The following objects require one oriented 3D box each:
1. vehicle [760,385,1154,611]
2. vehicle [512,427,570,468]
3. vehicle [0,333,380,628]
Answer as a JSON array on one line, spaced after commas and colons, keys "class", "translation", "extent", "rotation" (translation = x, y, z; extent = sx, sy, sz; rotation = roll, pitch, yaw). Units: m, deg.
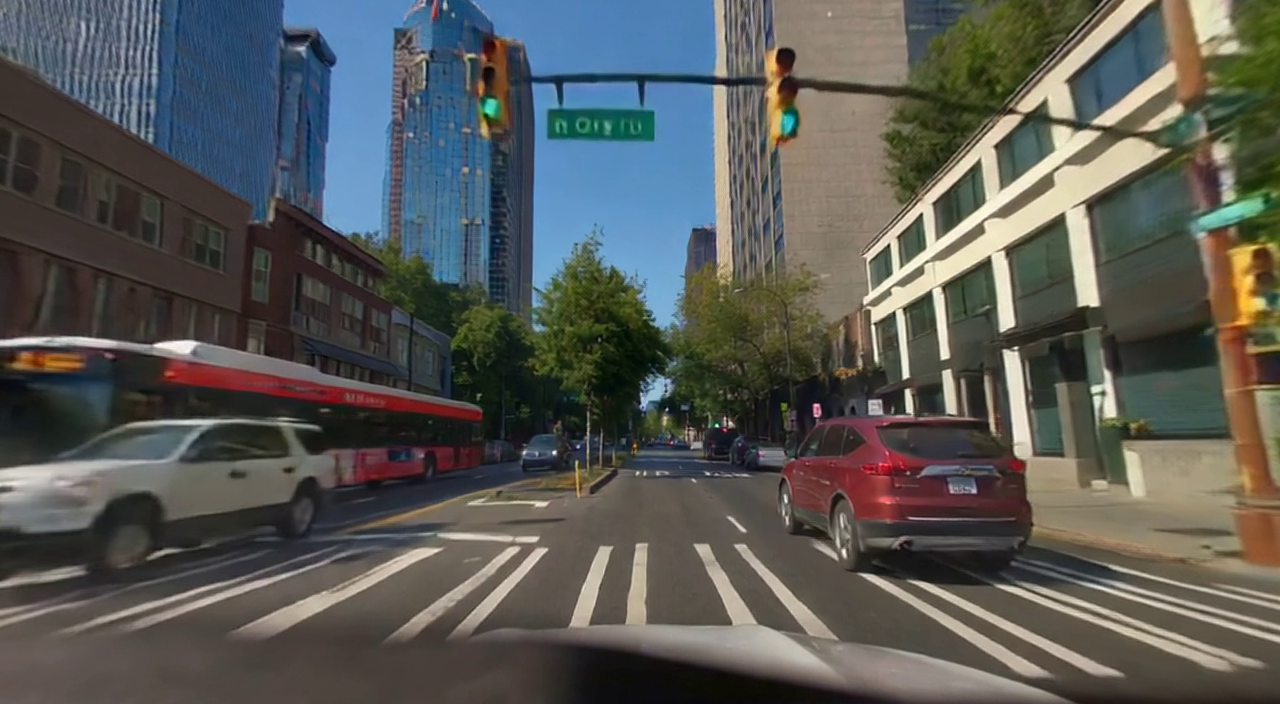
[{"class": "vehicle", "translation": [3.136, 1.588, 7.983], "extent": [2.118, 1.848, 5.426], "rotation": [0, -8, -1]}, {"class": "vehicle", "translation": [-4.897, 4.799, 31.852], "extent": [2.030, 1.881, 4.994], "rotation": [0, -8, 1]}, {"class": "vehicle", "translation": [-5.351, 1.314, 7.383], "extent": [2.304, 2.208, 5.200], "rotation": [0, -8, 1]}]
